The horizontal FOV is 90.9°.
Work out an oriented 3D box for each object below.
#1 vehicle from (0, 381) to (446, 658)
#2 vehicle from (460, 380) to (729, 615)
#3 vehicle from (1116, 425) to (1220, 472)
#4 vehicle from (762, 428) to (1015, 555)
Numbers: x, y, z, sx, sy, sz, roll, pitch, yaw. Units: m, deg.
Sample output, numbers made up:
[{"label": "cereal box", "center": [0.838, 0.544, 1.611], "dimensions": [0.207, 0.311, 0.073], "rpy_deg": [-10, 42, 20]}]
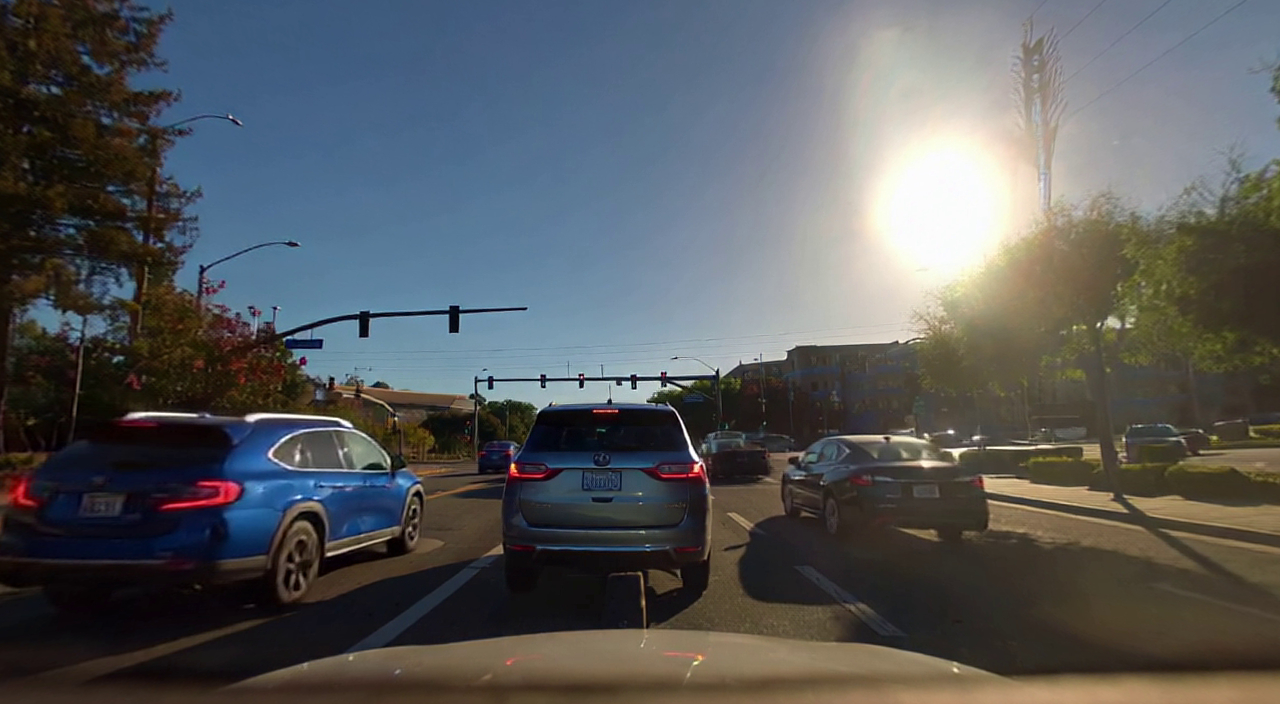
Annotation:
[{"label": "vehicle", "center": [-3.721, 1.344, 6.160], "dimensions": [2.160, 1.666, 4.583], "rpy_deg": [0, -8, 0]}, {"label": "vehicle", "center": [-0.362, 1.439, 7.101], "dimensions": [2.064, 1.817, 4.298], "rpy_deg": [0, -8, 0]}, {"label": "vehicle", "center": [19.307, 3.509, 22.980], "dimensions": [4.215, 1.578, 1.892], "rpy_deg": [7, -11, -37]}, {"label": "vehicle", "center": [3.358, 1.967, 9.622], "dimensions": [2.121, 1.494, 4.208], "rpy_deg": [0, -8, 0]}]
